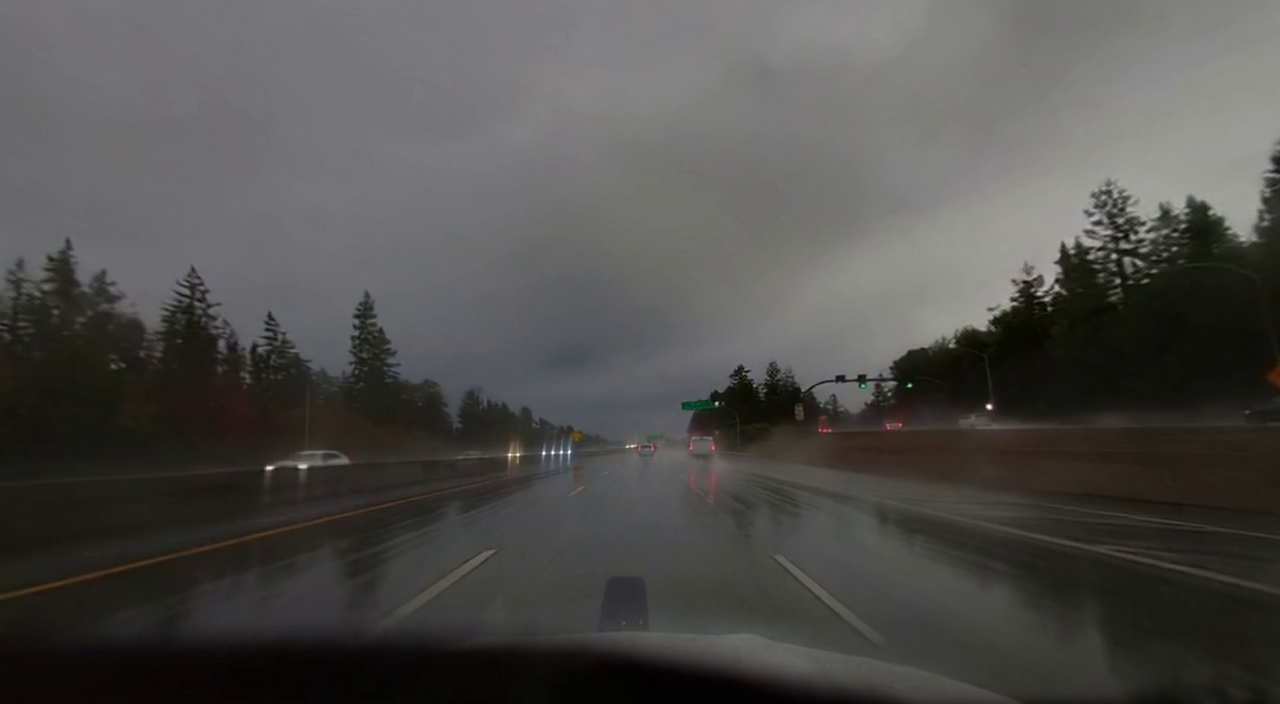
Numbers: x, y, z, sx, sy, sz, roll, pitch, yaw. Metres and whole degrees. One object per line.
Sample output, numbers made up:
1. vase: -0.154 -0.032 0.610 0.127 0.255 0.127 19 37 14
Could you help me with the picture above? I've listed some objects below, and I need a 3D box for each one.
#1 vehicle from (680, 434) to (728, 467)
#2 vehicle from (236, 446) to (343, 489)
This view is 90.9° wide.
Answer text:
1. vehicle: 4.186 6.610 42.317 2.505 2.020 5.532 0 -9 -1
2. vehicle: -15.104 4.955 27.543 1.995 1.685 4.620 0 -8 1
